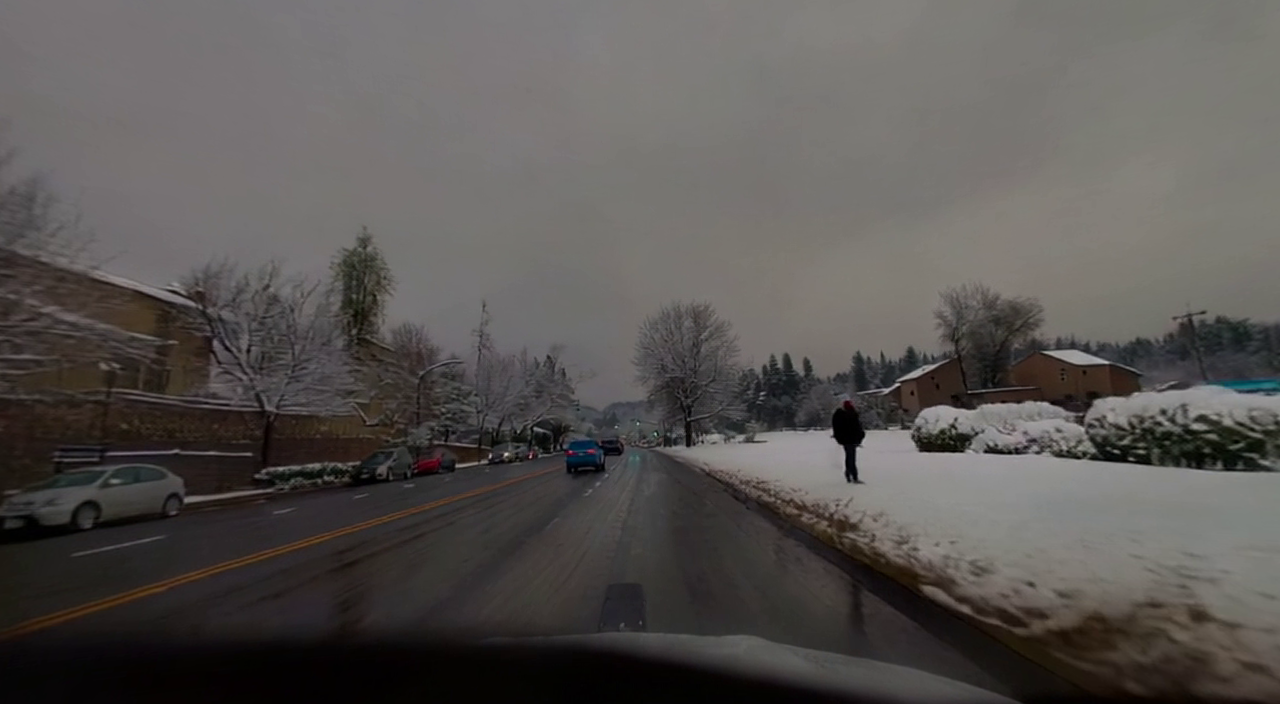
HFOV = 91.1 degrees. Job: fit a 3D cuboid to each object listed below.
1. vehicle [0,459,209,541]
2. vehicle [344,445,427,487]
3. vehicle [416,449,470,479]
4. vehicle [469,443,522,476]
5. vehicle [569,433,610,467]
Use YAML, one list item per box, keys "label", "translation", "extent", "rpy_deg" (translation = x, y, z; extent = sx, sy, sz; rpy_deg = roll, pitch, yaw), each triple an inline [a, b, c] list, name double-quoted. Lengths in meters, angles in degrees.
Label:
- label: "vehicle"
  translation: [-12.345, 3.206, 14.235]
  extent: [1.887, 1.469, 4.691]
  rpy_deg: [0, -9, -1]
- label: "vehicle"
  translation: [-11.934, 5.344, 29.850]
  extent: [1.904, 1.728, 4.997]
  rpy_deg: [1, -8, -1]
- label: "vehicle"
  translation: [-11.936, 6.794, 38.328]
  extent: [1.910, 1.462, 4.581]
  rpy_deg: [-4, -7, -2]
- label: "vehicle"
  translation: [-8.752, 6.524, 38.417]
  extent: [2.019, 1.907, 4.697]
  rpy_deg: [0, -8, 2]
- label: "vehicle"
  translation: [-2.847, 5.628, 36.131]
  extent: [1.908, 1.809, 4.230]
  rpy_deg: [0, -8, 1]
